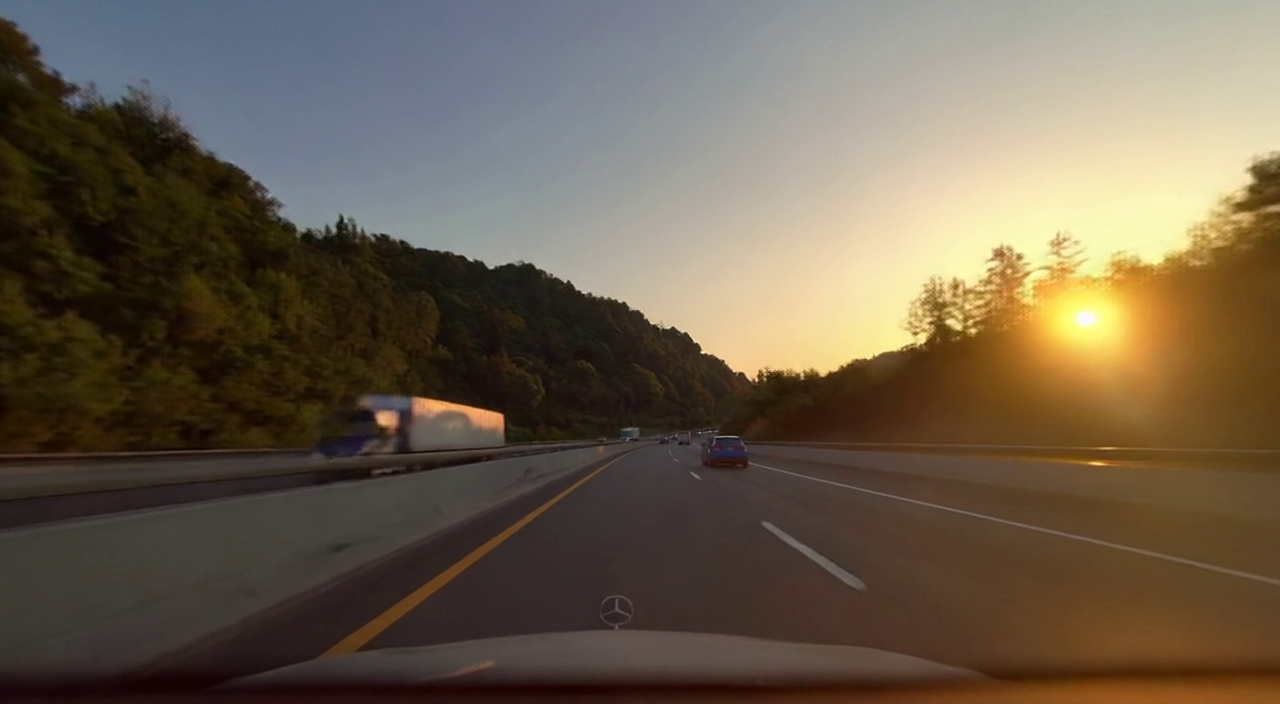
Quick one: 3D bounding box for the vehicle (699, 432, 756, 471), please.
[{"bbox_3d":[3.987,4.612,29.335,2.022,1.663,4.245,0,-8,0],"label":"vehicle"}]
